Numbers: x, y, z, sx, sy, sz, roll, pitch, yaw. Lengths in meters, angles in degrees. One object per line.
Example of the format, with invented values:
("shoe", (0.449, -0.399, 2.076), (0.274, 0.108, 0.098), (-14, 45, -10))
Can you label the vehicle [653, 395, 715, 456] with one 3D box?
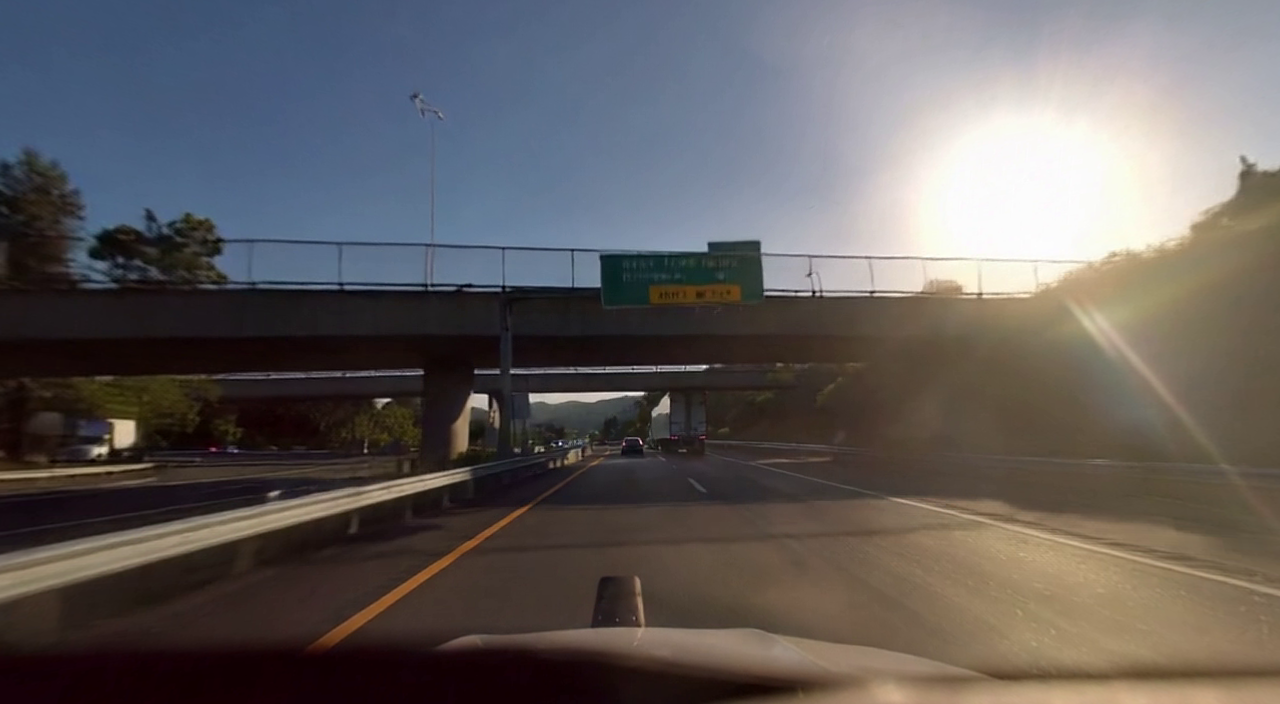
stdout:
("vehicle", (3.087, 5.918, 49.848), (3.376, 4.017, 16.232), (0, -8, -1))
